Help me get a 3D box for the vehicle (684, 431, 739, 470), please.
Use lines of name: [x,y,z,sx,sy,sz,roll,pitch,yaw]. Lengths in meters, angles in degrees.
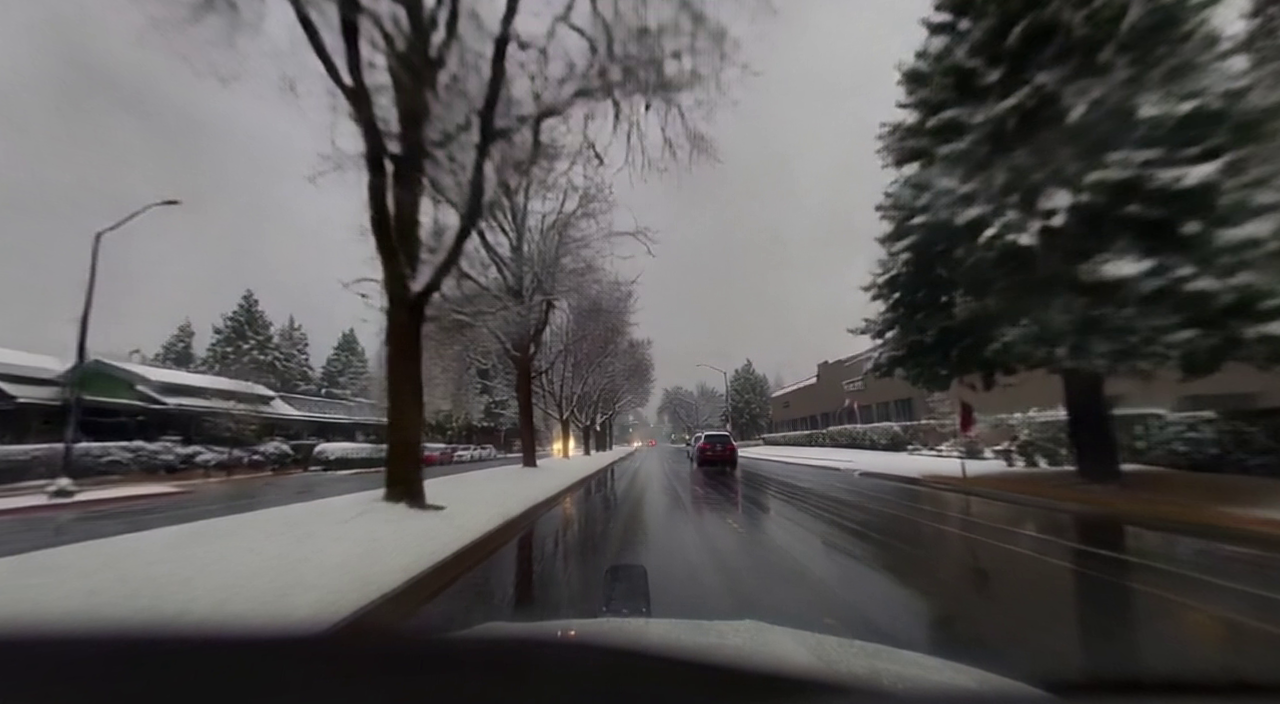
vehicle: [3.433,4.846,31.188,2.143,1.759,4.378,0,-8,-1]
